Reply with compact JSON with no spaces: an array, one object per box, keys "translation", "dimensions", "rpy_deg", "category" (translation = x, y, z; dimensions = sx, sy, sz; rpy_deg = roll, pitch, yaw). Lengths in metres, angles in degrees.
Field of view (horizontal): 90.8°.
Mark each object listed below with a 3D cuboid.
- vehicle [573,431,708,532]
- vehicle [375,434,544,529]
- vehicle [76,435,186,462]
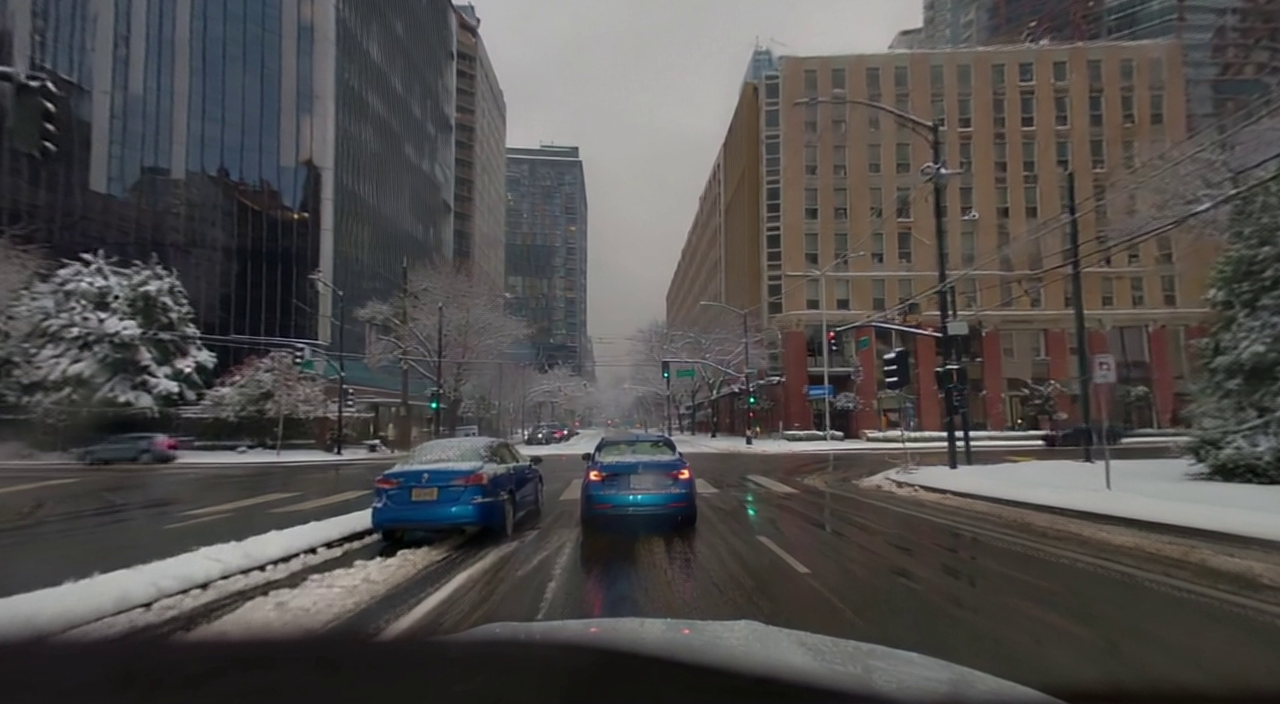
[{"translation":[-0.047,2.220,11.397],"dimensions":[2.016,1.478,3.795],"rpy_deg":[0,-8,-2],"category":"vehicle"},{"translation":[-3.207,2.394,12.351],"dimensions":[1.995,1.479,4.627],"rpy_deg":[0,-8,-1],"category":"vehicle"},{"translation":[-29.938,5.687,37.308],"dimensions":[4.533,1.520,1.887],"rpy_deg":[2,-9,-14],"category":"vehicle"}]
